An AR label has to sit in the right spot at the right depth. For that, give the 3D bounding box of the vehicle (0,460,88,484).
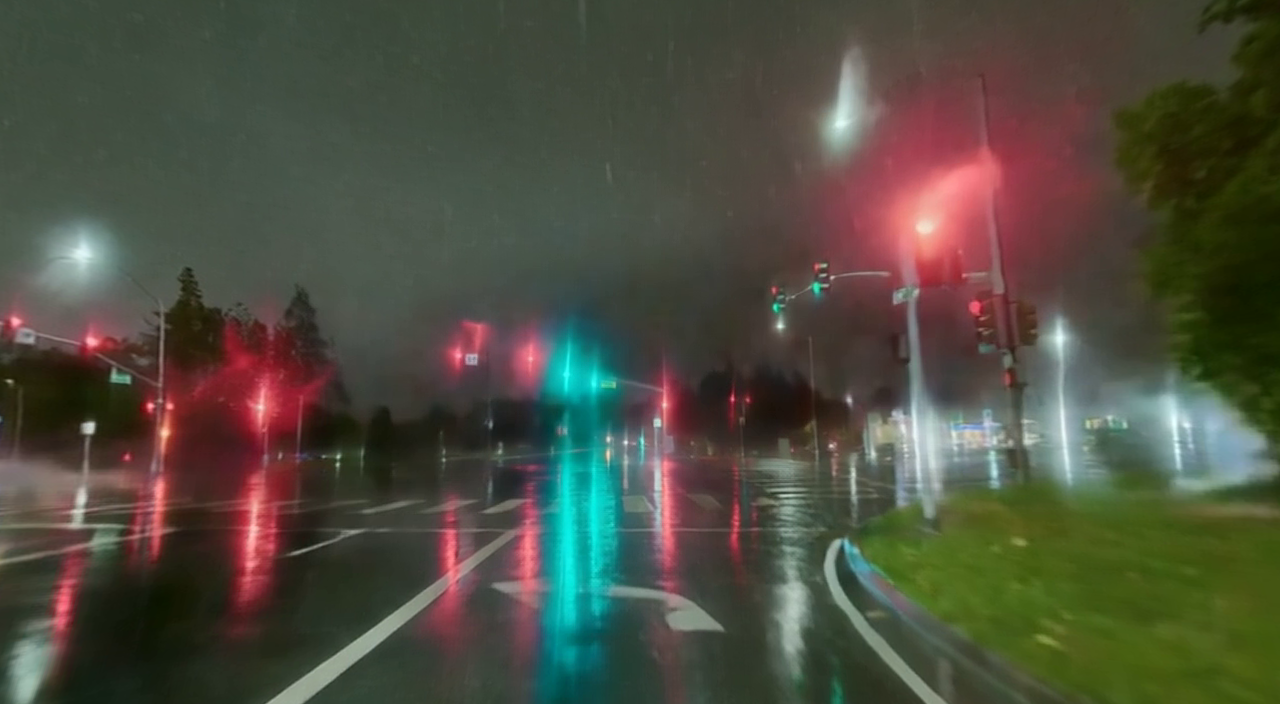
[{"bbox_3d":[-36.821,7.386,38.933,3.748,1.389,1.656,0,-8,0],"label":"vehicle"}]
